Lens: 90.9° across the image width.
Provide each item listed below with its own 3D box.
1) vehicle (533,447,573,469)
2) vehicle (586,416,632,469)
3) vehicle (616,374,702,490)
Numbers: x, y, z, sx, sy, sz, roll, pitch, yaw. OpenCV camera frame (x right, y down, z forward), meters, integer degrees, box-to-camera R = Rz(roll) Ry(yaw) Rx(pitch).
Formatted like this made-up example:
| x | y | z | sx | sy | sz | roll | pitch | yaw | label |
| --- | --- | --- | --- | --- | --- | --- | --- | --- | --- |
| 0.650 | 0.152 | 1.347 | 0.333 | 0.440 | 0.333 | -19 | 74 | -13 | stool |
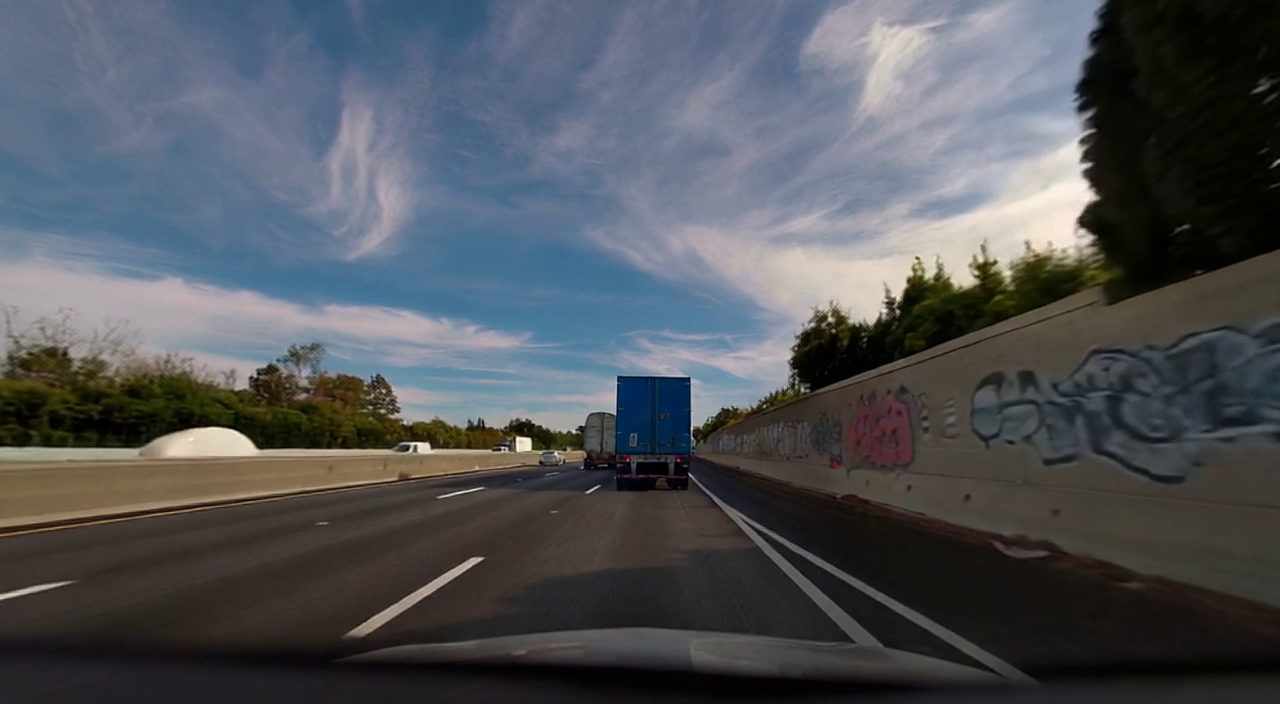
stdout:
| x | y | z | sx | sy | sz | roll | pitch | yaw | label |
| --- | --- | --- | --- | --- | --- | --- | --- | --- | --- |
| -6.221 | 7.668 | 45.686 | 1.962 | 1.471 | 4.792 | 0 | -9 | 3 | vehicle |
| -2.279 | 7.119 | 49.151 | 2.713 | 3.704 | 9.148 | 0 | -9 | 3 | vehicle |
| 0.856 | 3.637 | 27.779 | 2.997 | 4.069 | 10.871 | 0 | -9 | 2 | vehicle |
